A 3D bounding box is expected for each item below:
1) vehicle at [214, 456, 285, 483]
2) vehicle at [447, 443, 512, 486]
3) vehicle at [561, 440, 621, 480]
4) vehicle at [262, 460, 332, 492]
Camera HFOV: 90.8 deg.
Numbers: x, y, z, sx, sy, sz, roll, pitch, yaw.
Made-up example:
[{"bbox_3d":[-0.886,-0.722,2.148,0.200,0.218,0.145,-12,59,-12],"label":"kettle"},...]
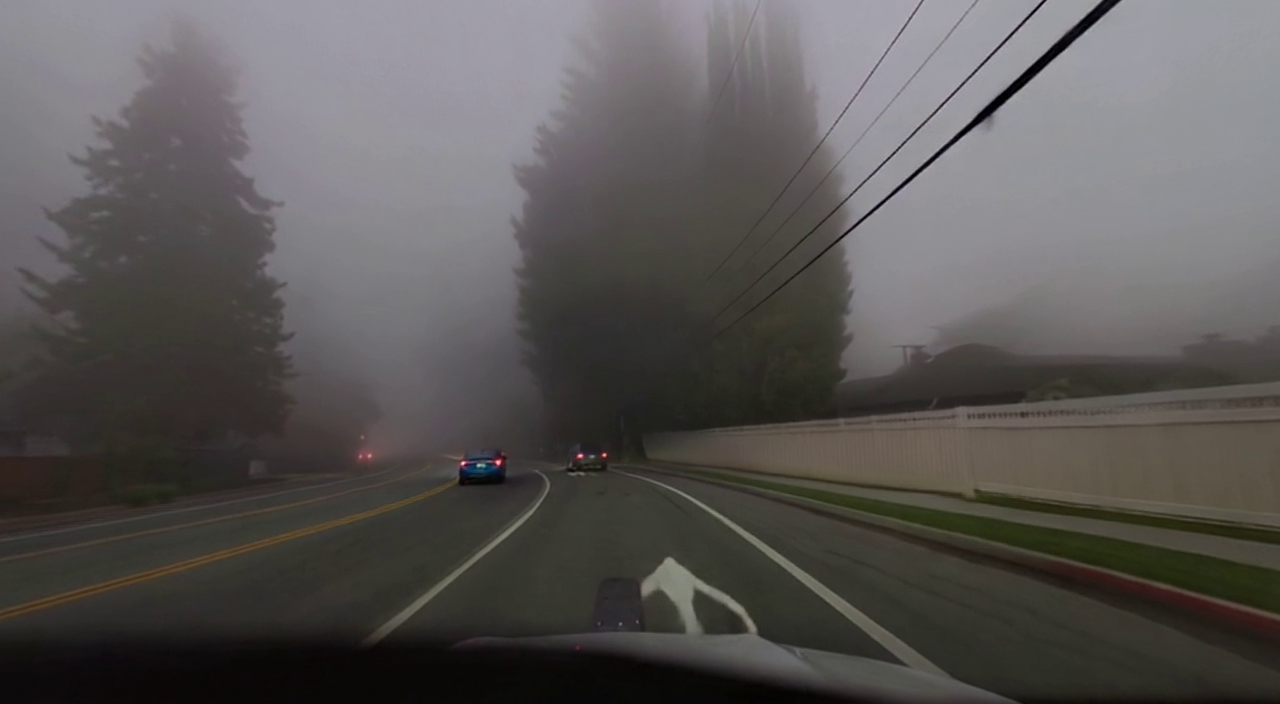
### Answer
[{"bbox_3d":[-27.585,8.281,44.738,3.916,1.509,1.804,-2,-8,-18],"label":"vehicle"},{"bbox_3d":[-5.992,4.244,24.068,1.913,1.425,4.235,0,-9,-8],"label":"vehicle"},{"bbox_3d":[-2.197,4.592,27.098,2.168,1.504,4.284,1,-9,-10],"label":"vehicle"},{"bbox_3d":[-17.988,6.484,33.332,1.944,1.458,4.549,1,-9,-12],"label":"vehicle"}]
